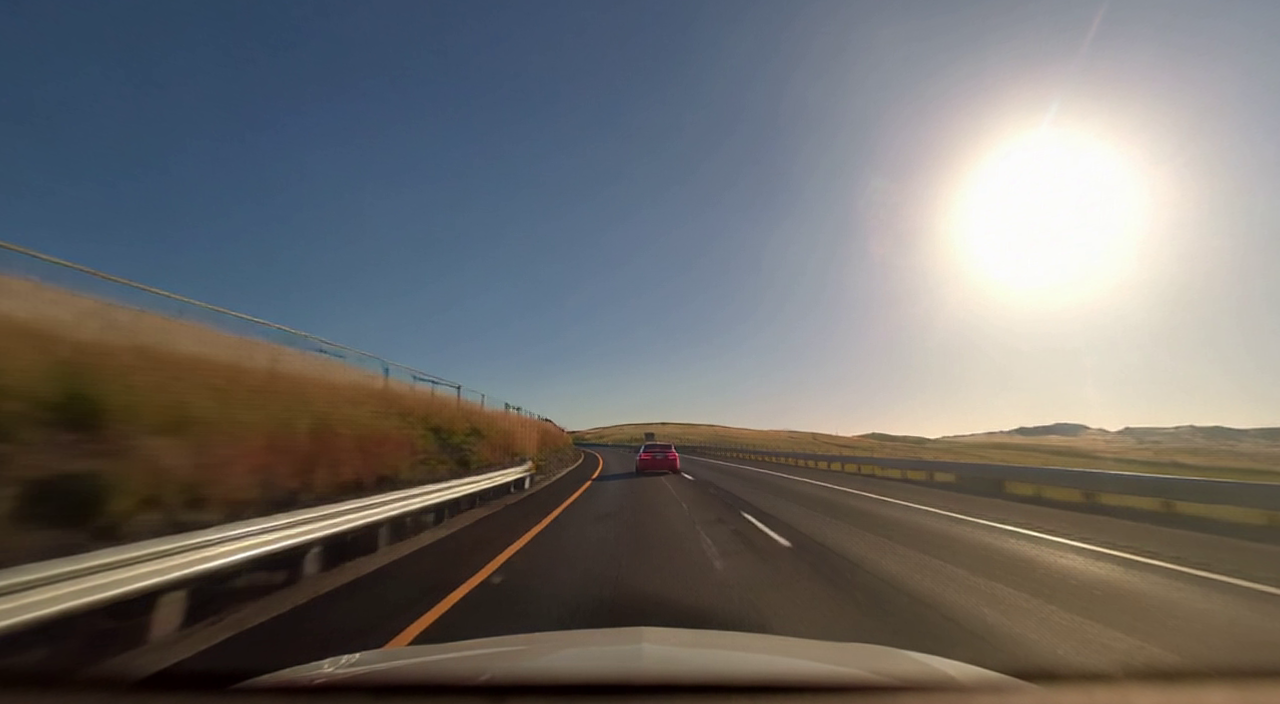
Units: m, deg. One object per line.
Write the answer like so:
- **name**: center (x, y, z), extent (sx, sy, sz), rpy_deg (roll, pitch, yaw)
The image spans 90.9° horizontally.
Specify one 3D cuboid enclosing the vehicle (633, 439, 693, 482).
- **vehicle**: center (0.777, 4.110, 24.254), extent (2.029, 1.474, 4.183), rpy_deg (0, -8, -2)
